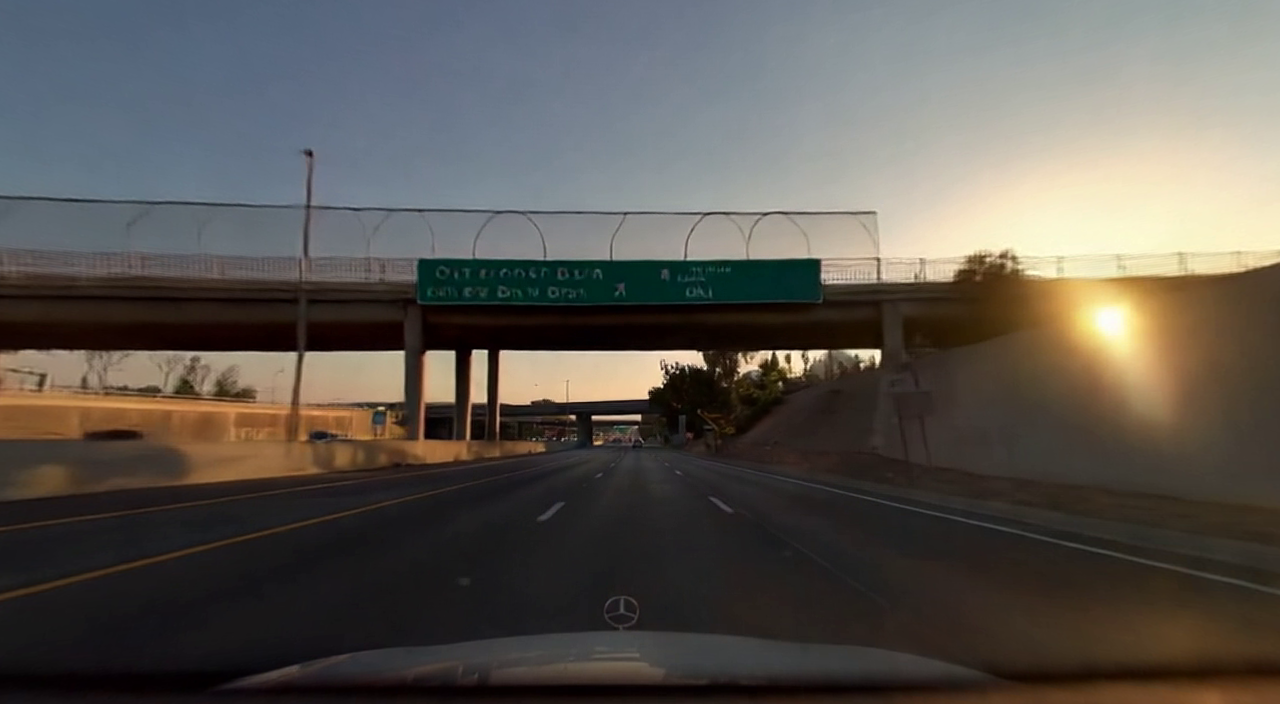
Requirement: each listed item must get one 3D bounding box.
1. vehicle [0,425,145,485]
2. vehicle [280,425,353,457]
[{"bbox_3d":[-16.279,2.810,17.412,1.733,1.434,4.293,-1,-8,-1],"label":"vehicle"},{"bbox_3d":[-20.857,5.785,40.798,2.148,1.941,4.901,0,-8,-1],"label":"vehicle"}]
